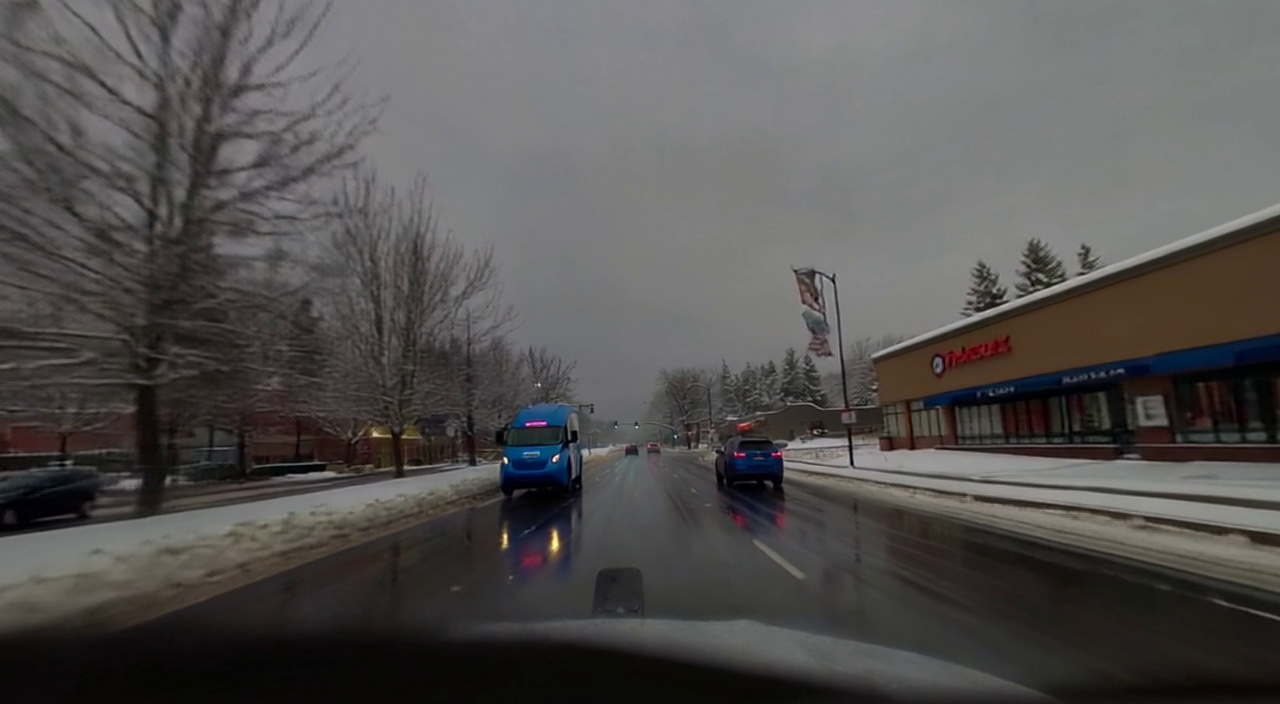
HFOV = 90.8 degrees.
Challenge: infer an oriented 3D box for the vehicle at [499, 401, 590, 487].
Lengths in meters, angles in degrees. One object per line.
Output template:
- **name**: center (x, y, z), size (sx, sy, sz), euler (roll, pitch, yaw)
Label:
- **vehicle**: center (-3.355, 3.437, 23.648), size (2.443, 2.784, 5.862), euler (0, -9, 1)

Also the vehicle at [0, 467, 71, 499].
- **vehicle**: center (-31.542, 6.559, 31.705), size (3.955, 1.432, 1.868), euler (4, -9, -28)

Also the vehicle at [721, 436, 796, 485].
- **vehicle**: center (4.304, 4.005, 23.645), size (1.869, 1.646, 4.166), euler (0, -9, -1)
